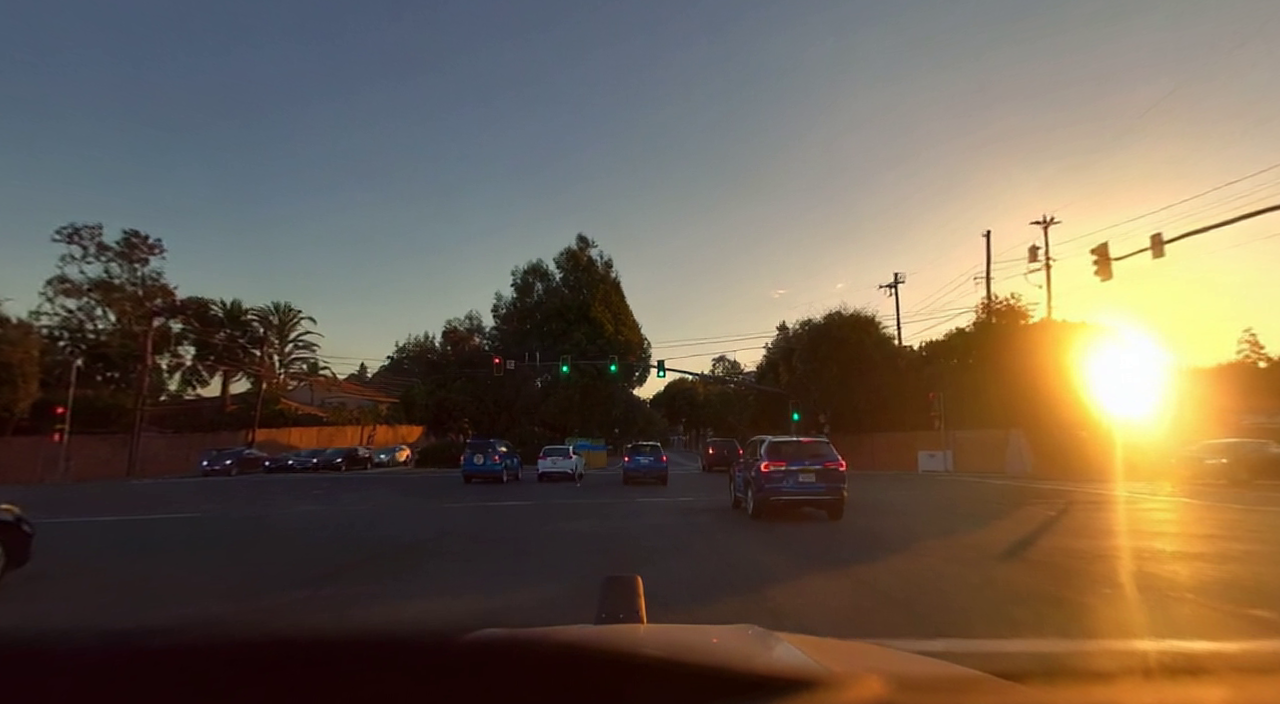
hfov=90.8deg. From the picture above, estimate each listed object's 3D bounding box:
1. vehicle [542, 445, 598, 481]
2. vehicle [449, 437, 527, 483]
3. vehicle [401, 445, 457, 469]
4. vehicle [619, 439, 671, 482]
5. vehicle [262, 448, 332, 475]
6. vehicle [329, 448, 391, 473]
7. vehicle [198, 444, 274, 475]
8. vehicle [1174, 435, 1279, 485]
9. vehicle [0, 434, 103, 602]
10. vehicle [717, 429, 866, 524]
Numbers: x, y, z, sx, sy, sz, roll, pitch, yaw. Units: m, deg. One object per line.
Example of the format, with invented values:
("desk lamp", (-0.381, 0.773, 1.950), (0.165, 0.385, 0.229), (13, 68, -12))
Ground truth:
("vehicle", (-3.042, 4.947, 28.469), (1.881, 1.466, 4.484), (0, -9, 2))
("vehicle", (-6.498, 4.682, 27.635), (2.116, 1.812, 4.609), (0, -9, 2))
("vehicle", (-14.826, 7.379, 44.654), (2.129, 1.554, 4.627), (-2, -9, 3))
("vehicle", (0.264, 4.684, 27.606), (2.111, 1.712, 4.078), (0, -9, 1))
("vehicle", (-21.482, 6.860, 39.743), (1.891, 1.577, 4.238), (-1, -9, 3))
("vehicle", (-18.188, 7.035, 41.239), (1.994, 1.496, 4.211), (0, -9, 2))
("vehicle", (-24.835, 6.607, 39.031), (1.889, 1.814, 4.086), (0, -9, 1))
("vehicle", (20.374, 3.426, 20.193), (4.830, 1.493, 1.930), (0, -9, -1))
("vehicle", (-6.635, 1.274, 4.284), (1.930, 1.468, 4.560), (0, -9, 1))
("vehicle", (2.946, 2.540, 13.440), (2.034, 1.655, 4.465), (0, -9, 0))
